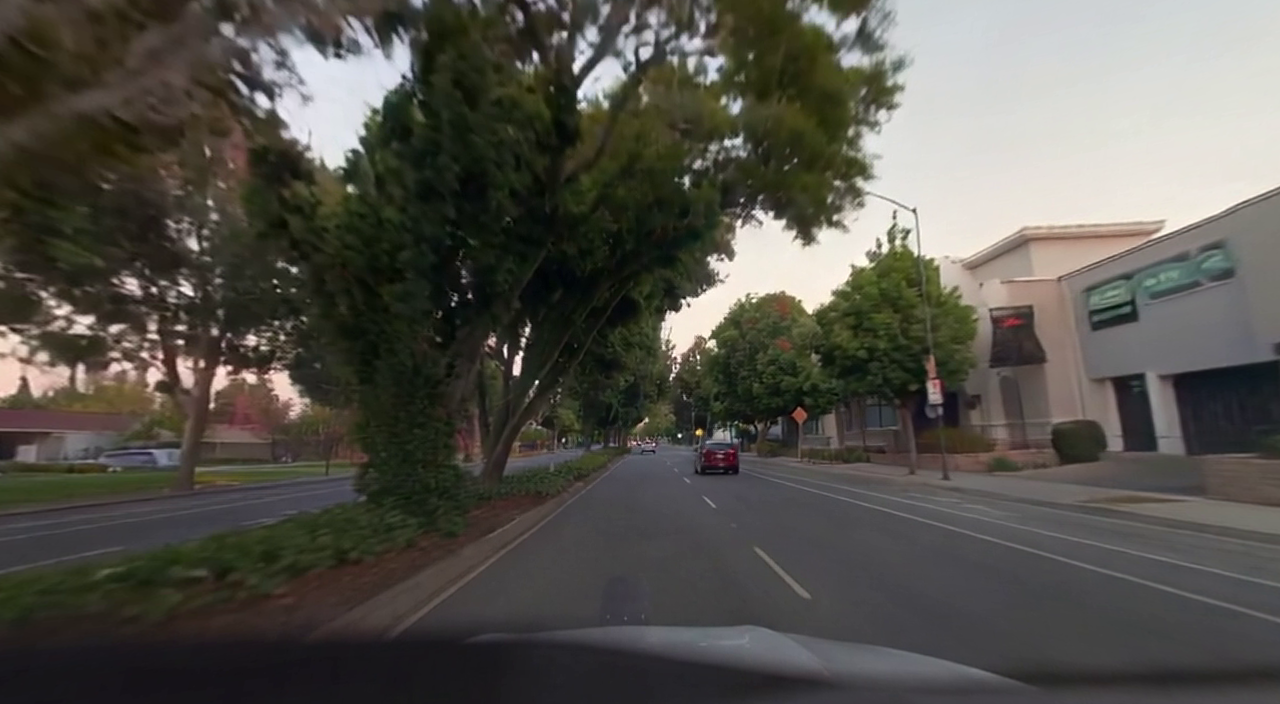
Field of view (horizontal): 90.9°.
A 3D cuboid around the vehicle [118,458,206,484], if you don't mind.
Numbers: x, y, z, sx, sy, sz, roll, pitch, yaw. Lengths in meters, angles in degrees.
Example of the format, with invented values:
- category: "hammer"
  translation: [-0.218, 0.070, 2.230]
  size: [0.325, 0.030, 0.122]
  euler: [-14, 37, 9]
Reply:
- category: "vehicle"
  translation: [-30.806, 7.653, 40.821]
  size: [1.875, 1.477, 4.858]
  euler: [-1, -8, 1]

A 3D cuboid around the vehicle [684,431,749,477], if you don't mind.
- category: "vehicle"
  translation: [3.136, 4.272, 26.710]
  size: [2.143, 1.759, 4.378]
  euler: [0, -8, -1]
